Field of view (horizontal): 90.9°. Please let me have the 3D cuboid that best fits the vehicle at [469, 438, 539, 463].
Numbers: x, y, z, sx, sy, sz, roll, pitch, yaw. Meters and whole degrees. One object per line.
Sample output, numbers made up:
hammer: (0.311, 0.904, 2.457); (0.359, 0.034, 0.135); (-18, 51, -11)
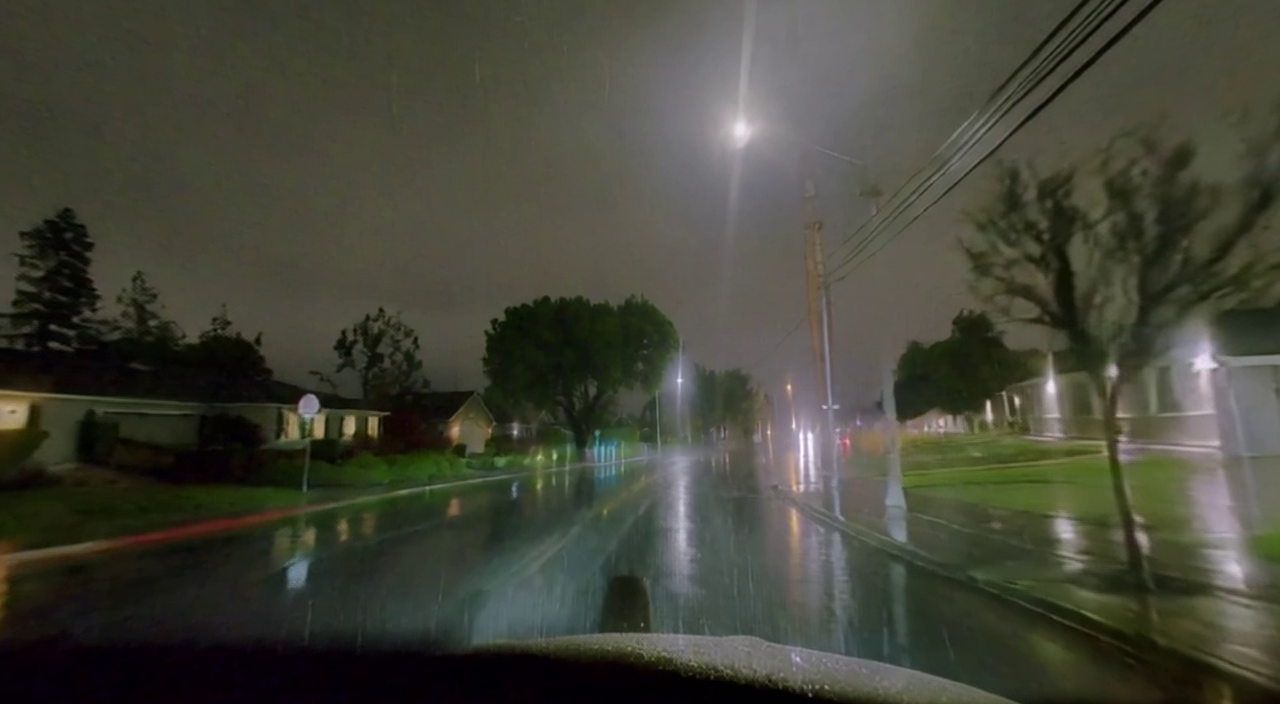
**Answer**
vehicle: (-9.232, 6.715, 42.978); (4.485, 1.663, 2.111); (2, -9, -12)
